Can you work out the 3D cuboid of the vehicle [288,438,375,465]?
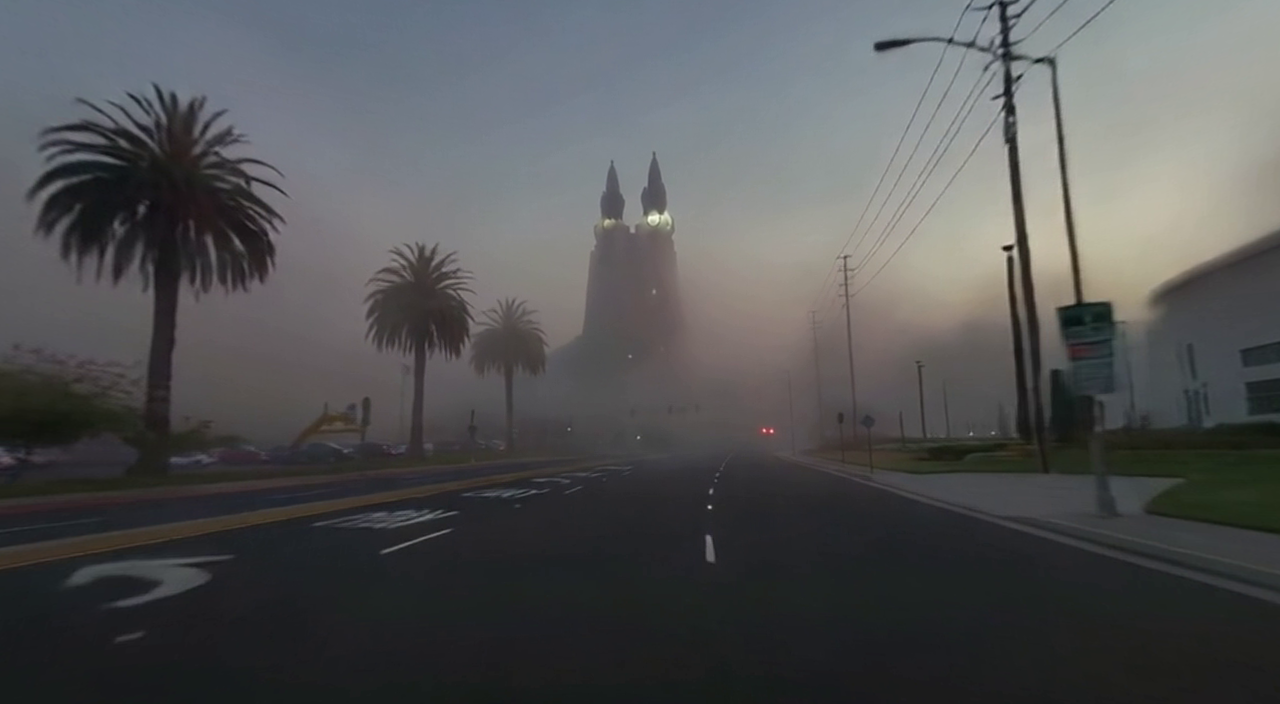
[{"bbox_3d":[-21.267,6.869,43.389,5.084,1.664,2.006,-2,-7,5],"label":"vehicle"}]

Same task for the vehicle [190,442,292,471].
[{"bbox_3d":[-22.403,5.882,35.349,4.440,1.541,1.851,0,-9,2],"label":"vehicle"}]

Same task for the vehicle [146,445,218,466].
[{"bbox_3d":[-35.579,8.030,48.791,4.188,1.615,1.866,0,-9,3],"label":"vehicle"}]
